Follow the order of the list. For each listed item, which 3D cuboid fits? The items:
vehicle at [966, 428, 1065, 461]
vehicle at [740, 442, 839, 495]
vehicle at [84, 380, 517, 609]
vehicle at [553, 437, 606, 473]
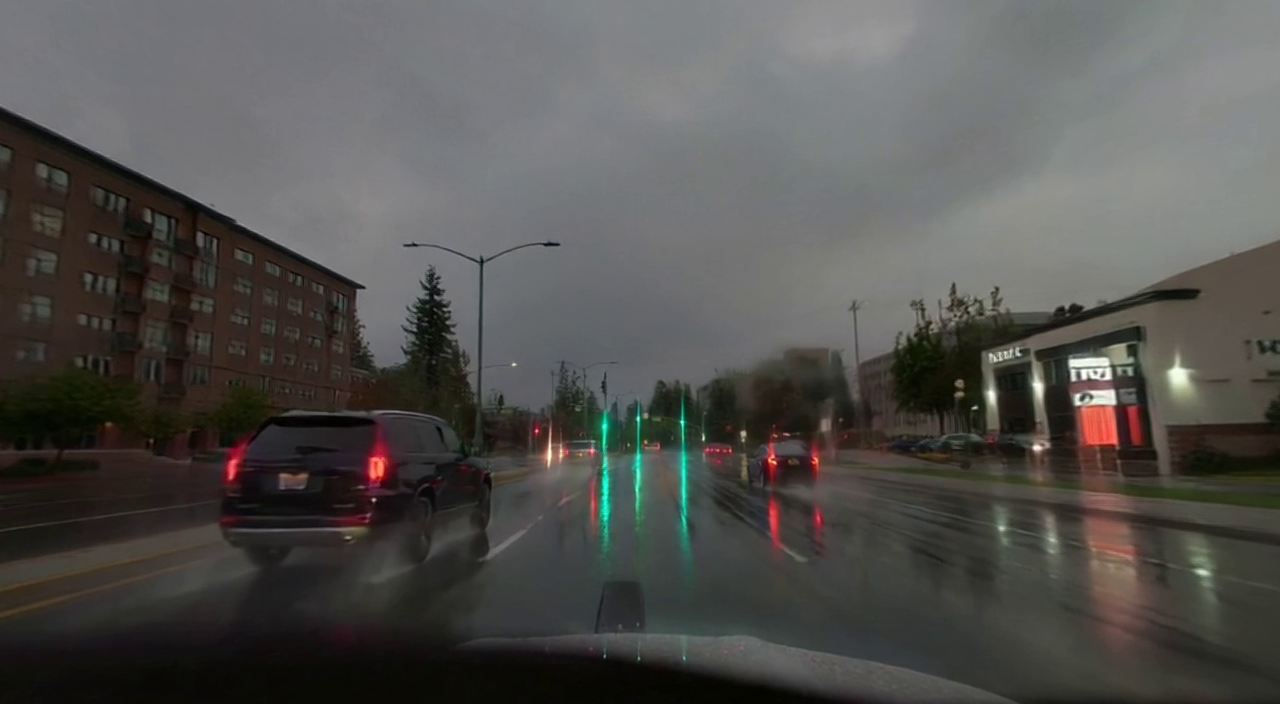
[{"bbox_3d":[27.799,6.923,47.242,2.943,2.298,7.374,0,-9,0],"label":"vehicle"},{"bbox_3d":[4.593,3.651,20.164,1.960,1.471,4.378,0,-9,-2],"label":"vehicle"},{"bbox_3d":[-3.320,1.570,7.969,2.450,1.866,5.416,0,-9,0],"label":"vehicle"},{"bbox_3d":[-3.227,5.659,34.821,2.305,1.833,4.912,0,-9,2],"label":"vehicle"}]
